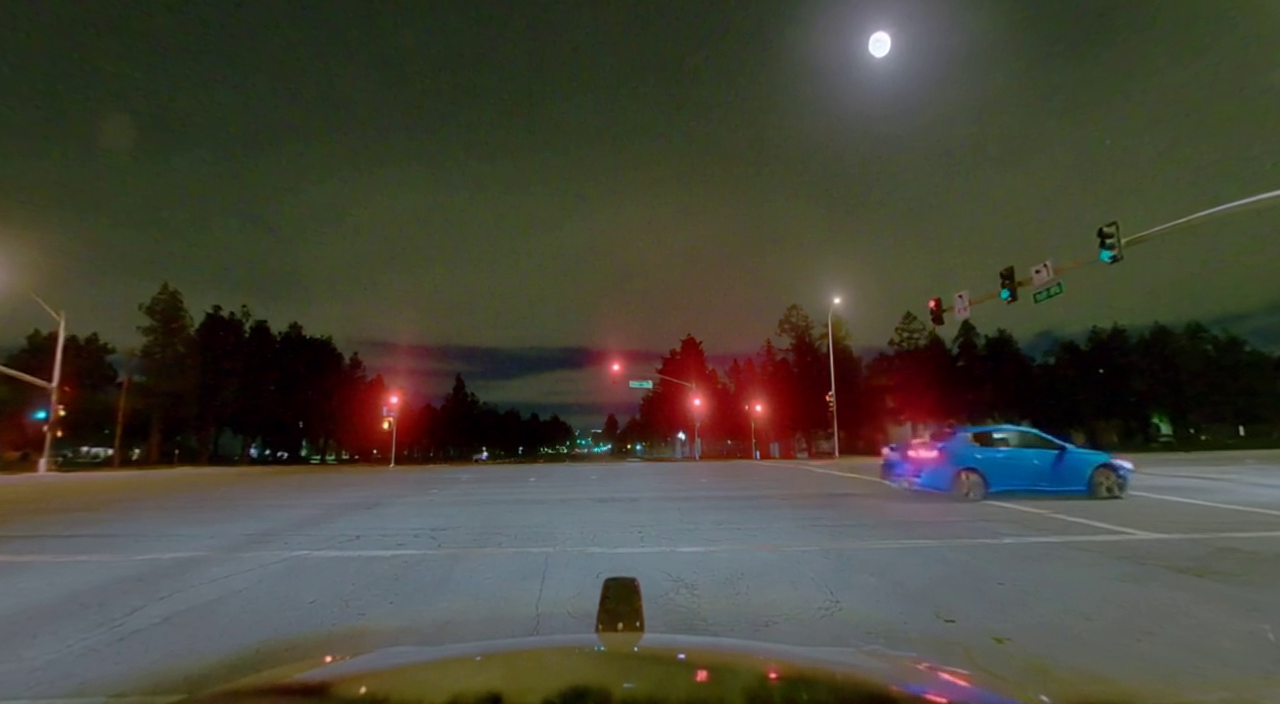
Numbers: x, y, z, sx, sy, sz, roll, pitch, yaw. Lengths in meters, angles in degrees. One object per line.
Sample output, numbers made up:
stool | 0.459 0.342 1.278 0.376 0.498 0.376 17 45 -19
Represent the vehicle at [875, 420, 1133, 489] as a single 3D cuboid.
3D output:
vehicle | 8.142 2.326 14.449 4.736 1.445 1.933 0 -8 -3
